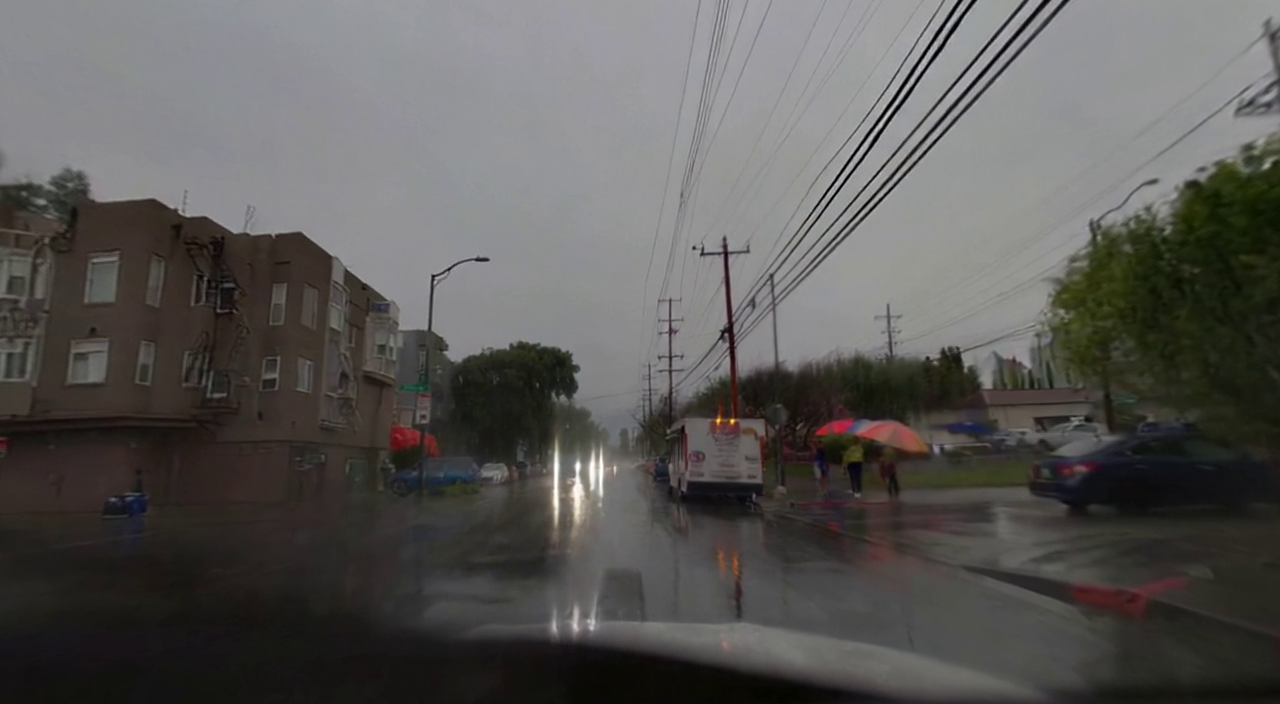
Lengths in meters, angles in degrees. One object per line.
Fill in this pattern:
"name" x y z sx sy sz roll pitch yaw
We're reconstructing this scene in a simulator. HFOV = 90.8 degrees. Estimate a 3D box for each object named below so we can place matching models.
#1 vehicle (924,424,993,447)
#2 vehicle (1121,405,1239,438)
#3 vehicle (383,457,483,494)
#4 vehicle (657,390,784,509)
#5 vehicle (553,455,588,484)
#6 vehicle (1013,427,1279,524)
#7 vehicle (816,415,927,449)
"vehicle" 21.868 5.775 43.466 3.761 1.538 1.743 0 -8 -1
"vehicle" 27.843 3.617 32.679 4.413 1.608 1.858 0 -8 -2
"vehicle" -11.504 6.814 35.179 5.093 1.855 2.338 3 -9 -21
"vehicle" 2.374 3.310 21.776 2.886 3.321 7.809 0 -8 -3
"vehicle" -4.577 7.853 42.429 1.952 1.708 4.096 0 -8 -1
"vehicle" 9.779 2.167 11.461 4.857 1.525 1.976 0 -8 -6
"vehicle" 10.589 3.701 29.065 4.396 1.459 1.749 0 -8 -3
